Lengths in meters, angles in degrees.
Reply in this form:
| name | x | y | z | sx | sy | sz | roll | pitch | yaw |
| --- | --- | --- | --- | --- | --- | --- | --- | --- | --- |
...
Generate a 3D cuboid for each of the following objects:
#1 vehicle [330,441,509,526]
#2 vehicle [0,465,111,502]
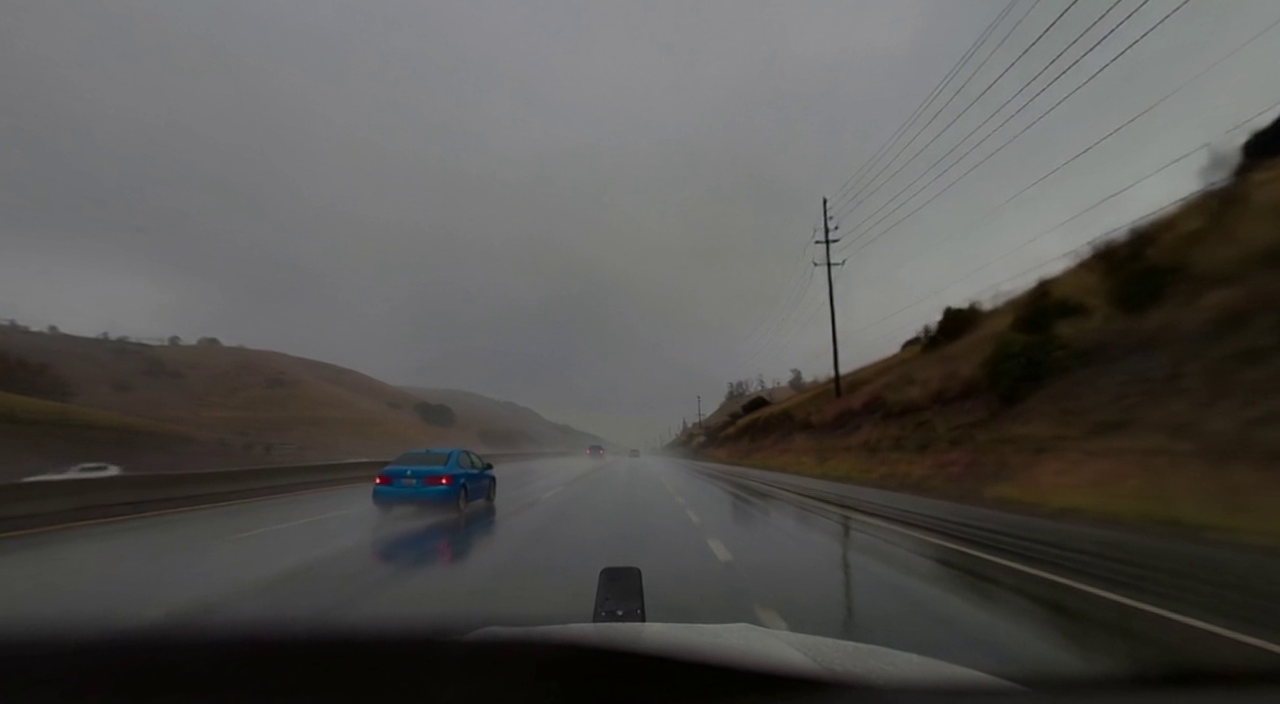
| name | x | y | z | sx | sy | sz | roll | pitch | yaw |
| --- | --- | --- | --- | --- | --- | --- | --- | --- | --- |
| vehicle | -4.435 | 2.715 | 13.728 | 2.064 | 1.489 | 4.966 | 0 | -9 | 0 |
| vehicle | -29.885 | 6.556 | 31.796 | 1.998 | 1.568 | 5.166 | 0 | -9 | 0 |
